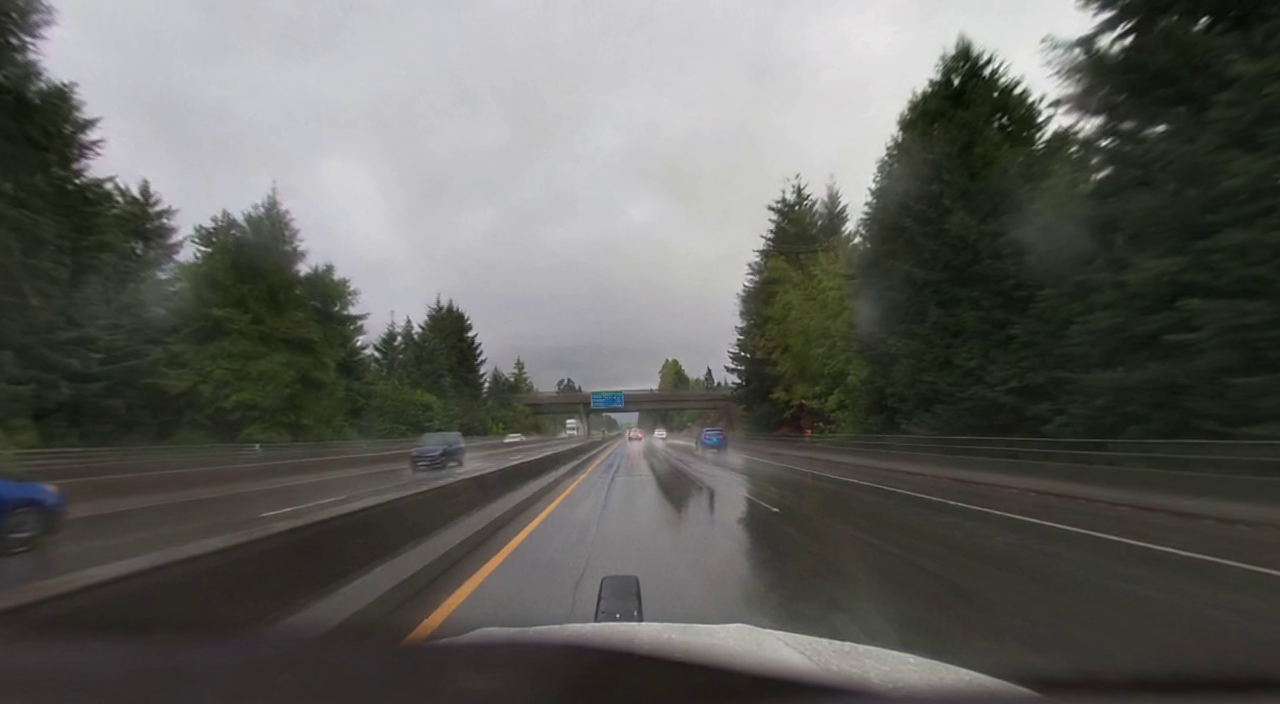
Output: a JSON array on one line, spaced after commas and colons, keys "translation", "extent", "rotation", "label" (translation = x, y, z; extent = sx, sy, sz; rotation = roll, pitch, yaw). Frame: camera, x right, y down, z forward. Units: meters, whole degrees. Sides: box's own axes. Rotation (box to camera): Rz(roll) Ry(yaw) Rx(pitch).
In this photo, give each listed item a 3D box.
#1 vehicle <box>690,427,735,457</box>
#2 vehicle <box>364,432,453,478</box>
[{"translation": [4.244, 5.360, 37.570], "extent": [2.073, 1.651, 4.065], "rotation": [0, -8, -2], "label": "vehicle"}, {"translation": [-8.924, 3.983, 24.709], "extent": [1.978, 1.652, 4.157], "rotation": [0, -8, -1], "label": "vehicle"}]
